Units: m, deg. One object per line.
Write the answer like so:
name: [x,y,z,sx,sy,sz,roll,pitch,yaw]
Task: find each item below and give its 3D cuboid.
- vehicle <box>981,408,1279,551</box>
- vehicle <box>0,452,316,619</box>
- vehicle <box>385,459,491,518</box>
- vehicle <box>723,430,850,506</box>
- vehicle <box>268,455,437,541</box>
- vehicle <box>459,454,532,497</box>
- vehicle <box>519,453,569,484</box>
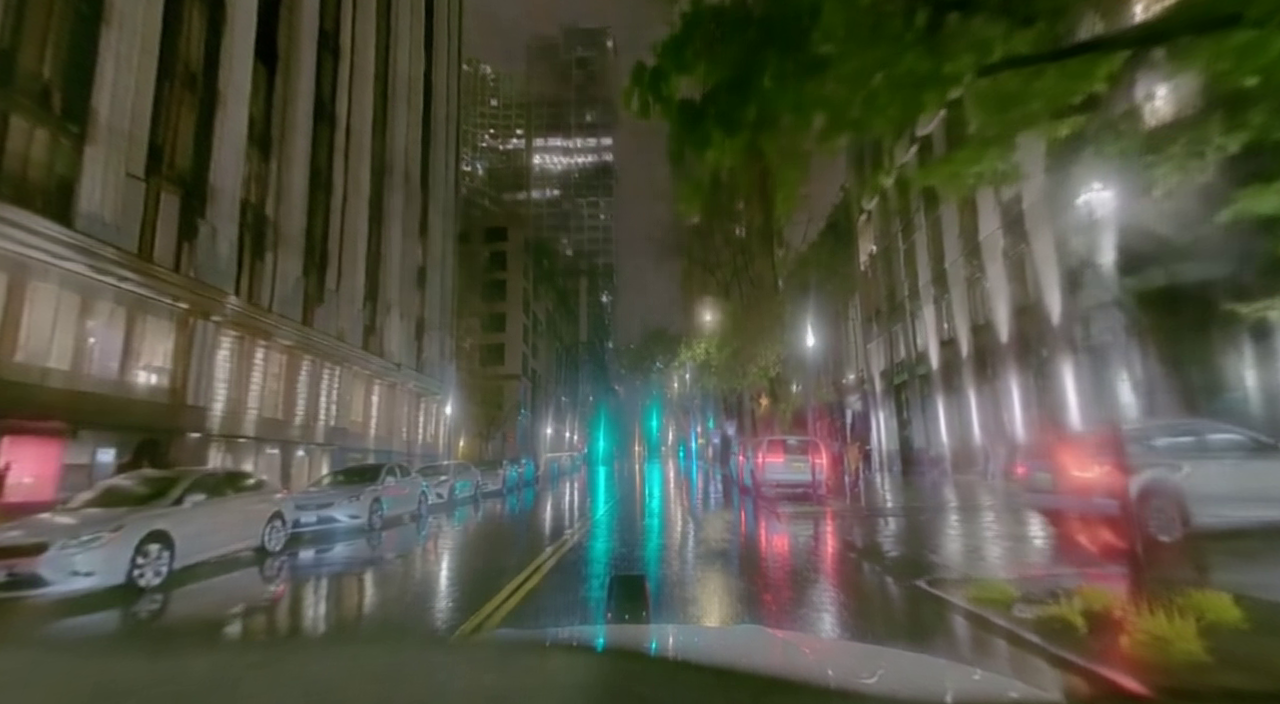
vehicle: [8.394,1.886,9.755,4.772,1.876,2.400,-1,-8,1]
vehicle: [-6.795,2.270,8.826,2.123,1.596,4.659,-2,-8,-1]
vehicle: [-6.354,4.326,20.516,1.889,1.451,5.013,-2,-8,-1]
vehicle: [4.435,3.640,20.460,2.568,2.001,5.999,-2,-8,-1]
vehicle: [-6.595,3.351,15.193,1.944,1.574,4.717,-2,-8,-1]
vehicle: [-6.065,5.215,26.989,2.110,1.498,4.555,-2,-8,-1]
vehicle: [-5.605,6.857,37.325,2.270,1.539,4.855,-2,-8,-1]
